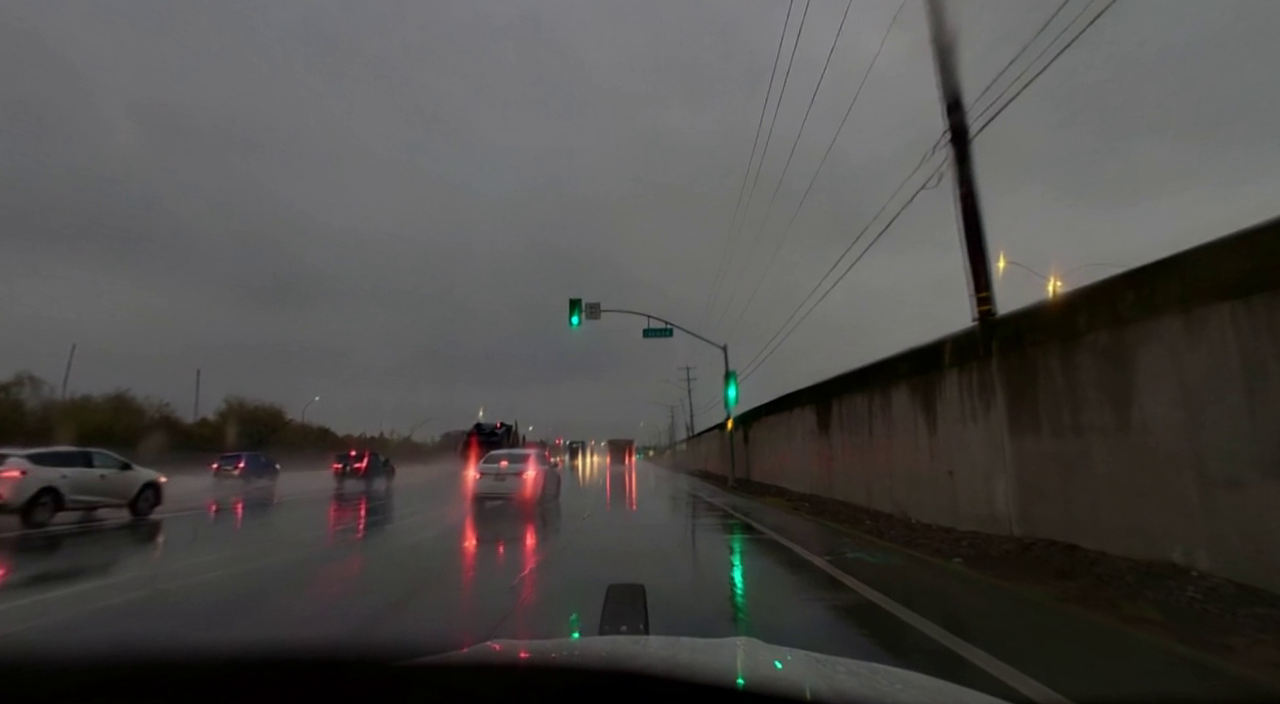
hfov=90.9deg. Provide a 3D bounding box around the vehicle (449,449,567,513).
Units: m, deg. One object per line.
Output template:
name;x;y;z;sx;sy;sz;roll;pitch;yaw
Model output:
vehicle;-3.389;3.410;17.321;2.019;1.480;4.966;-1;-9;2

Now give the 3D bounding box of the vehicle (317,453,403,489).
vehicle;-12.674;5.403;28.878;1.905;1.492;4.151;-1;-9;2

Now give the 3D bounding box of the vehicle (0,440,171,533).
vehicle;-13.336;2.876;13.973;2.096;1.773;4.751;-1;-9;2

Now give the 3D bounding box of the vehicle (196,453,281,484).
vehicle;-23.812;6.881;37.650;1.891;1.696;4.613;-1;-9;2
